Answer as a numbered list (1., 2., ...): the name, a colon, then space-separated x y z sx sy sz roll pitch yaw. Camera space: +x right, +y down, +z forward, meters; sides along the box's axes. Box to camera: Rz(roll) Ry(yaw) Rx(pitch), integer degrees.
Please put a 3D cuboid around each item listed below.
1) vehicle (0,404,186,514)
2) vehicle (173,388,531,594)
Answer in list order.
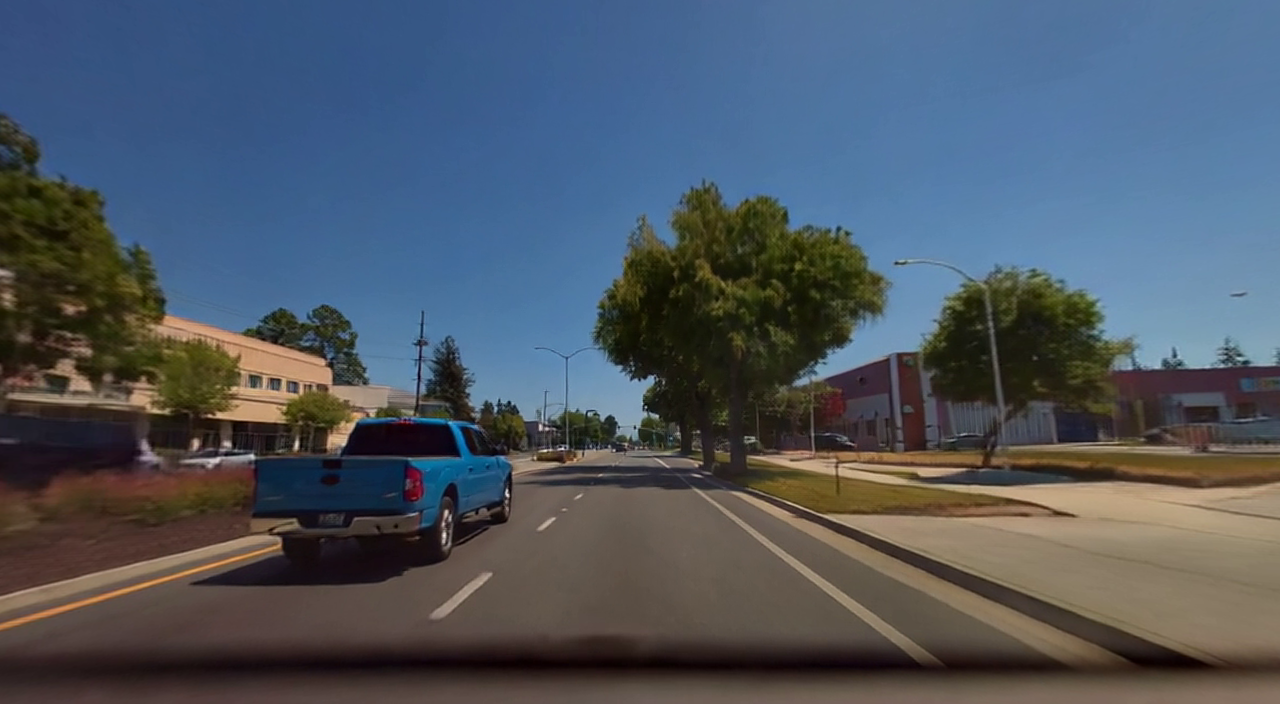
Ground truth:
1. vehicle: -14.371 2.422 14.444 2.745 2.191 6.928 0 -9 -1
2. vehicle: -2.988 1.615 8.268 2.065 1.790 5.417 0 -9 1
